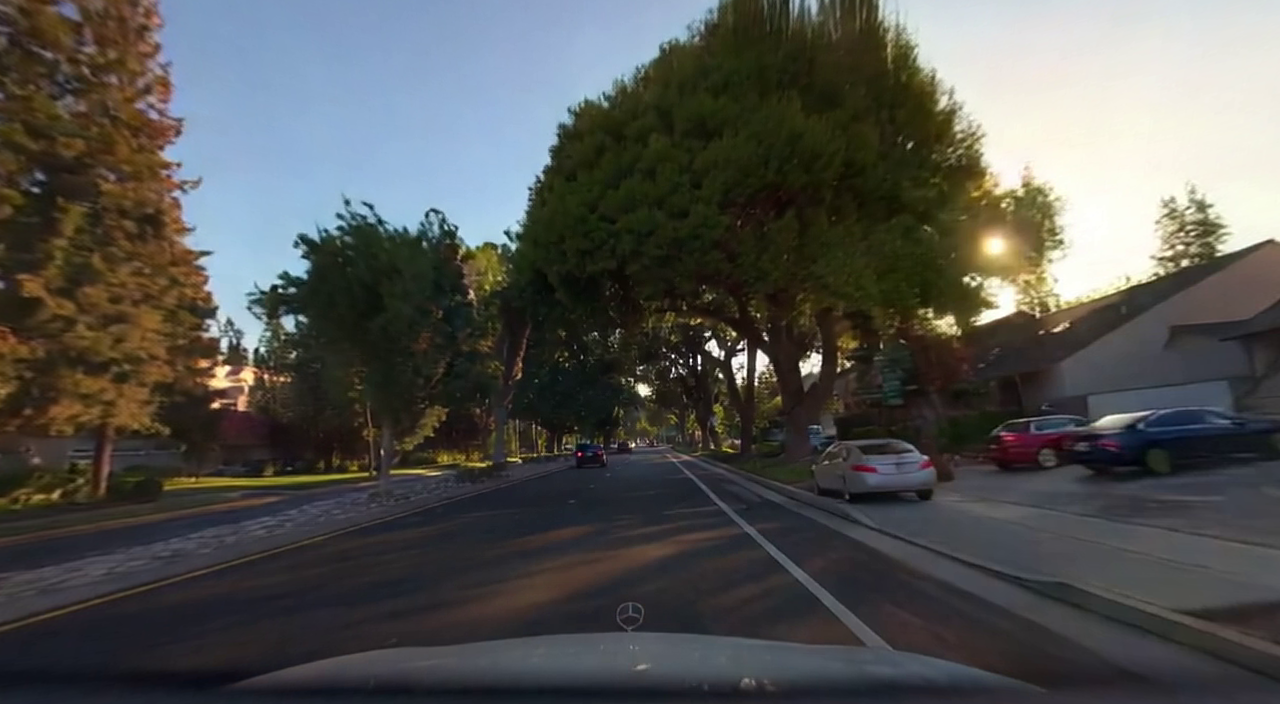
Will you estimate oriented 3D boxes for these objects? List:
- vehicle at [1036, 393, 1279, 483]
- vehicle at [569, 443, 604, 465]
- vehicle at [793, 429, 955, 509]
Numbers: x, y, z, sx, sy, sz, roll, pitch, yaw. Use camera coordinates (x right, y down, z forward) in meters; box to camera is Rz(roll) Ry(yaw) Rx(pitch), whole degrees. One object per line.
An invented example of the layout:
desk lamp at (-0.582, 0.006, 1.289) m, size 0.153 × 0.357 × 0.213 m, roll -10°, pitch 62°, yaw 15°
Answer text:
vehicle at (10.872, 1.773, 12.946) m, size 4.037 × 1.673 × 1.983 m, roll -1°, pitch -9°, yaw 2°
vehicle at (-3.631, 6.952, 43.238) m, size 1.973 × 1.400 × 3.915 m, roll 0°, pitch -9°, yaw 1°
vehicle at (5.094, 2.616, 14.539) m, size 1.995 × 1.546 × 4.474 m, roll 0°, pitch -9°, yaw 0°
